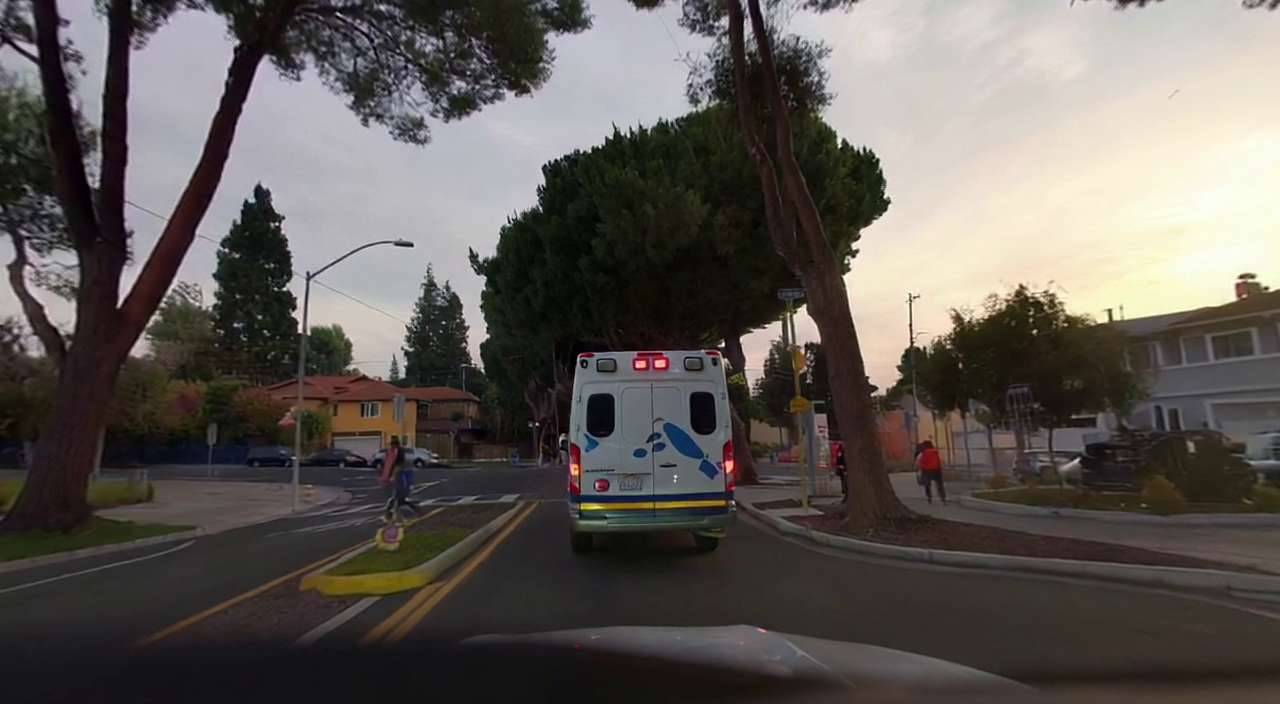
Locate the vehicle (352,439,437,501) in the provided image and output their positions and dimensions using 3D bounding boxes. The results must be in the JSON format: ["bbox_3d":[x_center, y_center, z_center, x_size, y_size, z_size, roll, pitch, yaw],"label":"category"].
[{"bbox_3d":[-8.340,3.865,21.281,2.290,1.776,4.947,3,-9,-23],"label":"vehicle"}]

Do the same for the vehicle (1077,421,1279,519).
[{"bbox_3d":[13.258,2.559,13.974,5.270,1.966,2.329,-2,-8,11],"label":"vehicle"}]

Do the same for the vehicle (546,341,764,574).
[{"bbox_3d":[0.175,1.581,10.008,2.444,2.640,5.482,0,-8,0],"label":"vehicle"}]
